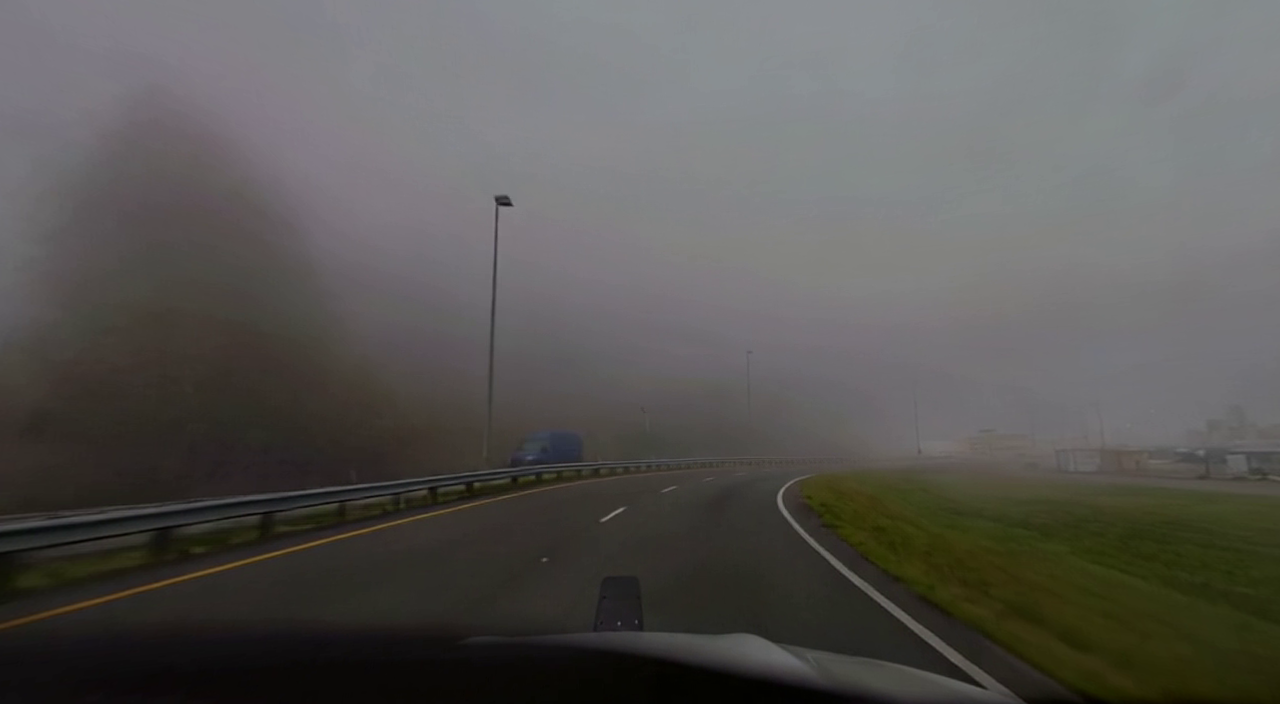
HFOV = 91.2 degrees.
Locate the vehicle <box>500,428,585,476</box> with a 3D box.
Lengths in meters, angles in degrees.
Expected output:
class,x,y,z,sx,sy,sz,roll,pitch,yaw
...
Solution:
class,x,y,z,sx,sy,sz,roll,pitch,yaw
vehicle,-5.765,6.050,38.151,2.396,2.635,5.921,-4,-9,21
